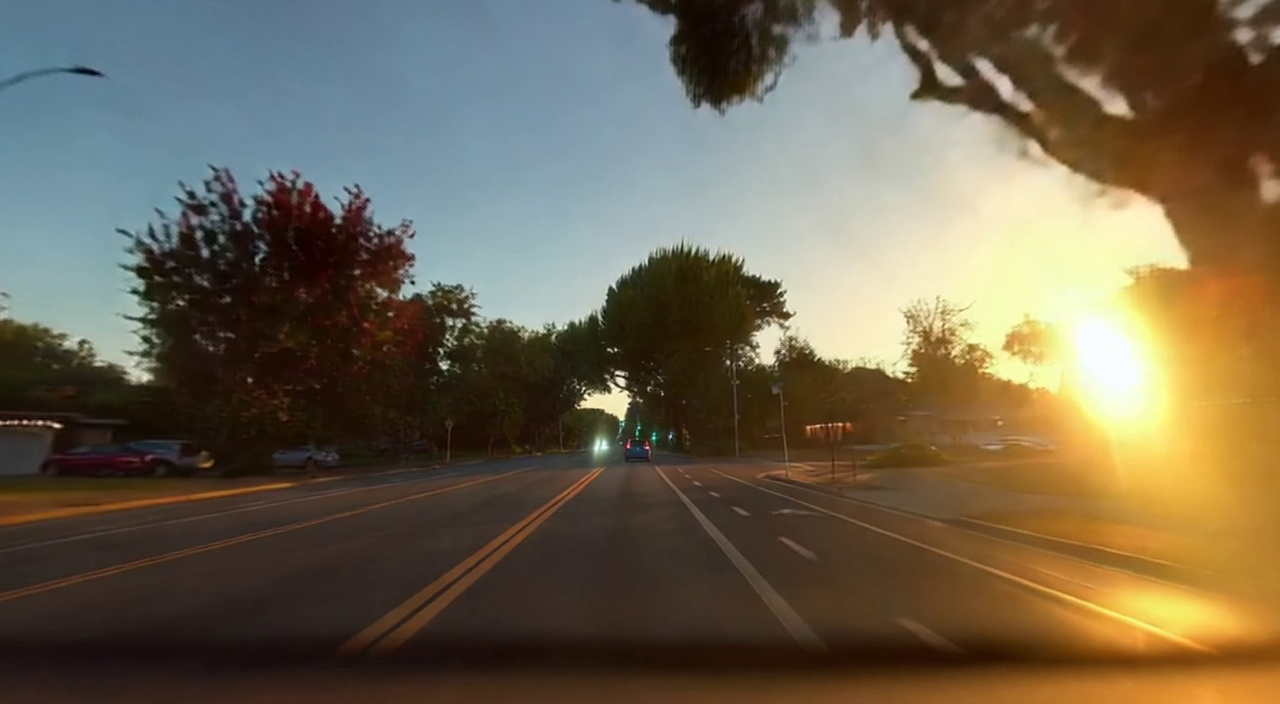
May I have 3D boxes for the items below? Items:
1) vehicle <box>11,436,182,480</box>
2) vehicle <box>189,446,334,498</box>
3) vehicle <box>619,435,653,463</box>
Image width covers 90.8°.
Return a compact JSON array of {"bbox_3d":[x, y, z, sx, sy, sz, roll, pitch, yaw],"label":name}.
[{"bbox_3d":[-21.054,4.102,24.639,4.773,1.625,1.933,1,-8,-2],"label":"vehicle"},{"bbox_3d":[-12.344,3.902,21.020,2.090,1.478,4.376,0,-8,1],"label":"vehicle"},{"bbox_3d":[-0.266,6.662,43.583,2.230,1.827,4.298,0,-8,0],"label":"vehicle"}]
